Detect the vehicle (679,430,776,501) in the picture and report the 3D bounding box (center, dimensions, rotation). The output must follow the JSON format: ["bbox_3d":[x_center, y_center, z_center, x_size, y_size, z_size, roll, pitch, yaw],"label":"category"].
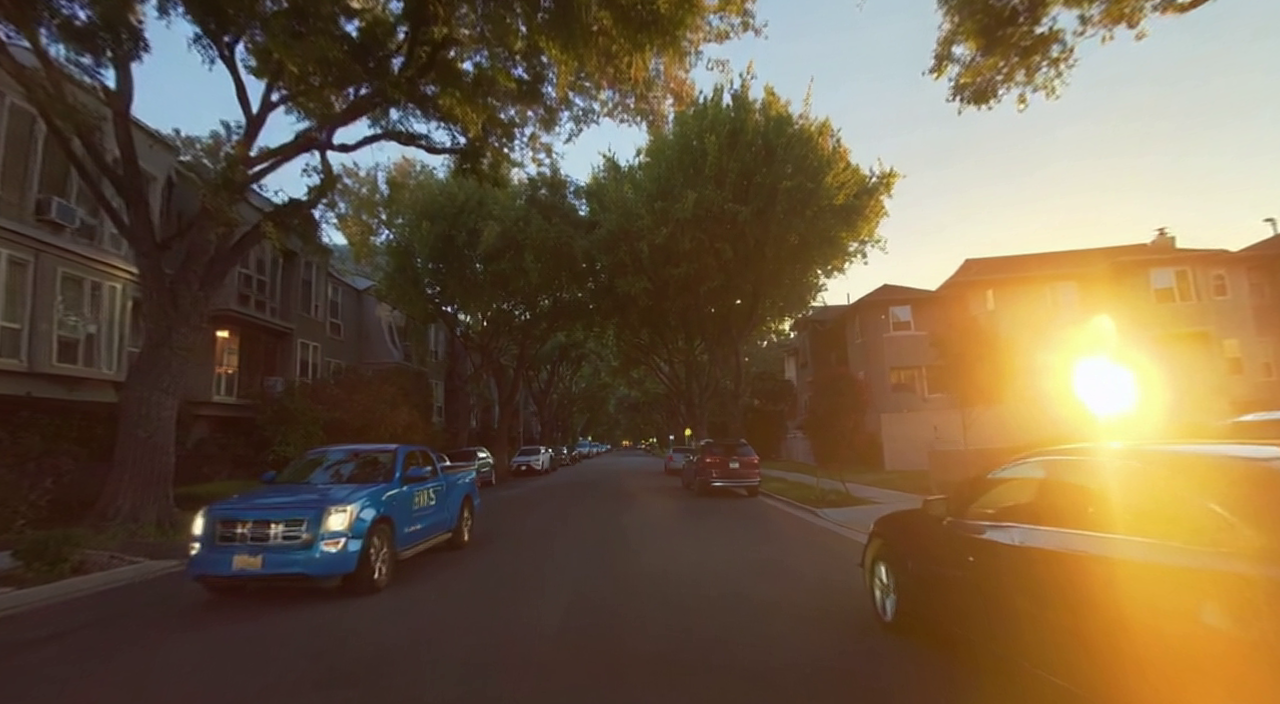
[{"bbox_3d":[2.199,2.979,17.049,1.878,1.664,4.033,0,-8,-3],"label":"vehicle"}]

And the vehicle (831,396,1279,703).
[{"bbox_3d":[2.610,1.023,2.792,1.845,1.479,4.727,0,-8,-3],"label":"vehicle"}]

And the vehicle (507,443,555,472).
[{"bbox_3d":[-6.362,6.198,37.377,1.959,1.490,4.361,0,-7,1],"label":"vehicle"}]

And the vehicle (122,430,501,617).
[{"bbox_3d":[-3.224,1.735,7.484,1.966,1.515,4.394,0,-8,3],"label":"vehicle"}]
